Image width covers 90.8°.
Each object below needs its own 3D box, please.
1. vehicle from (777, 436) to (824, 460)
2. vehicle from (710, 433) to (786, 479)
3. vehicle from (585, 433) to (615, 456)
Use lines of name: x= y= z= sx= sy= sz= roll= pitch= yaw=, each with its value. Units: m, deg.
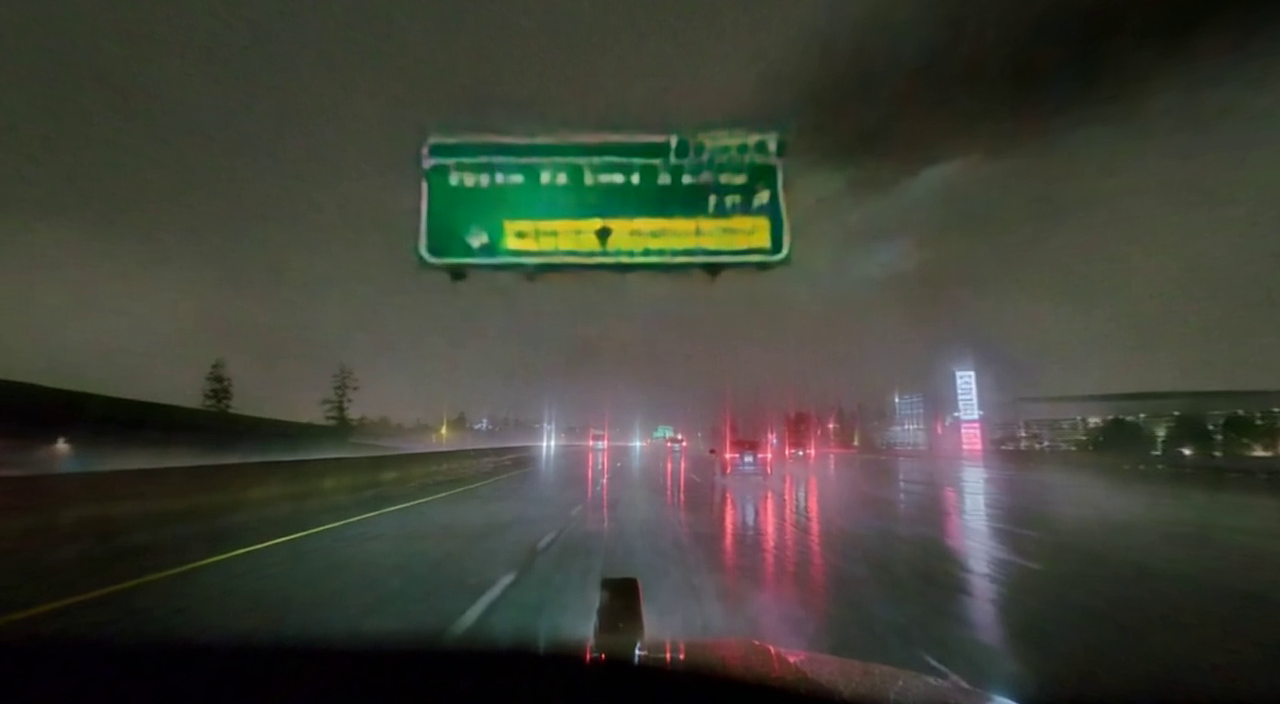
vehicle: x=11.011 y=6.627 z=43.541 sx=2.019 sy=1.529 sz=4.385 roll=0 pitch=-8 yaw=-1
vehicle: x=3.799 y=3.762 z=22.987 sx=1.961 sy=1.504 sz=4.094 roll=0 pitch=-8 yaw=-1
vehicle: x=-3.109 y=7.269 z=49.469 sx=2.072 sy=1.730 sz=4.381 roll=0 pitch=-8 yaw=0
